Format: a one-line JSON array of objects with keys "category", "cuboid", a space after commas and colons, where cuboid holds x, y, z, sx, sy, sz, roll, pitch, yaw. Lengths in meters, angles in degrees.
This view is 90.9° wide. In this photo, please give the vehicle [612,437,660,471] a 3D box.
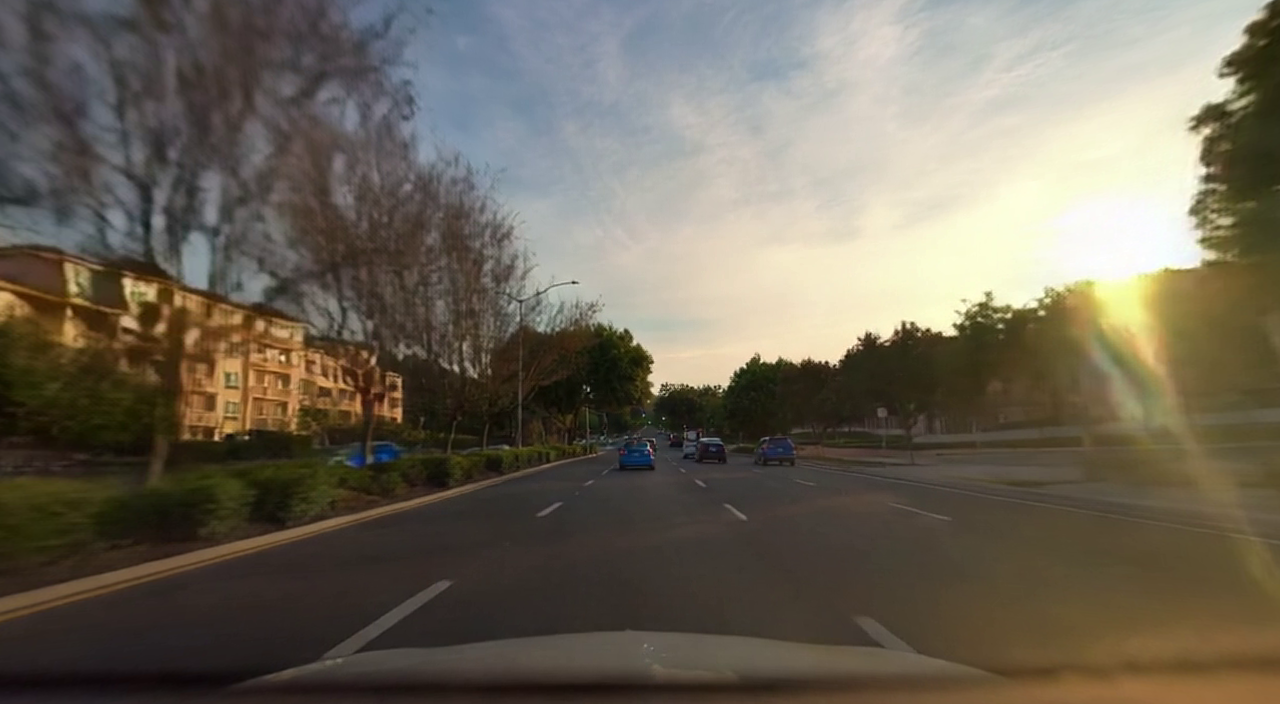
[{"category": "vehicle", "cuboid": [-0.145, 4.738, 29.491, 2.102, 1.481, 3.907, 0, -8, 1]}]

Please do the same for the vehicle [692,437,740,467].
[{"category": "vehicle", "cuboid": [4.036, 5.384, 34.143, 2.067, 1.514, 4.188, 0, -8, 0]}]

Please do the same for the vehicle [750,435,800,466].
[{"category": "vehicle", "cuboid": [7.796, 5.710, 36.811, 1.972, 1.700, 4.269, 0, -8, 0]}]

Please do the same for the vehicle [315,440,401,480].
[{"category": "vehicle", "cuboid": [-13.744, 5.260, 31.088, 2.019, 1.778, 4.593, 0, -8, 1]}]
